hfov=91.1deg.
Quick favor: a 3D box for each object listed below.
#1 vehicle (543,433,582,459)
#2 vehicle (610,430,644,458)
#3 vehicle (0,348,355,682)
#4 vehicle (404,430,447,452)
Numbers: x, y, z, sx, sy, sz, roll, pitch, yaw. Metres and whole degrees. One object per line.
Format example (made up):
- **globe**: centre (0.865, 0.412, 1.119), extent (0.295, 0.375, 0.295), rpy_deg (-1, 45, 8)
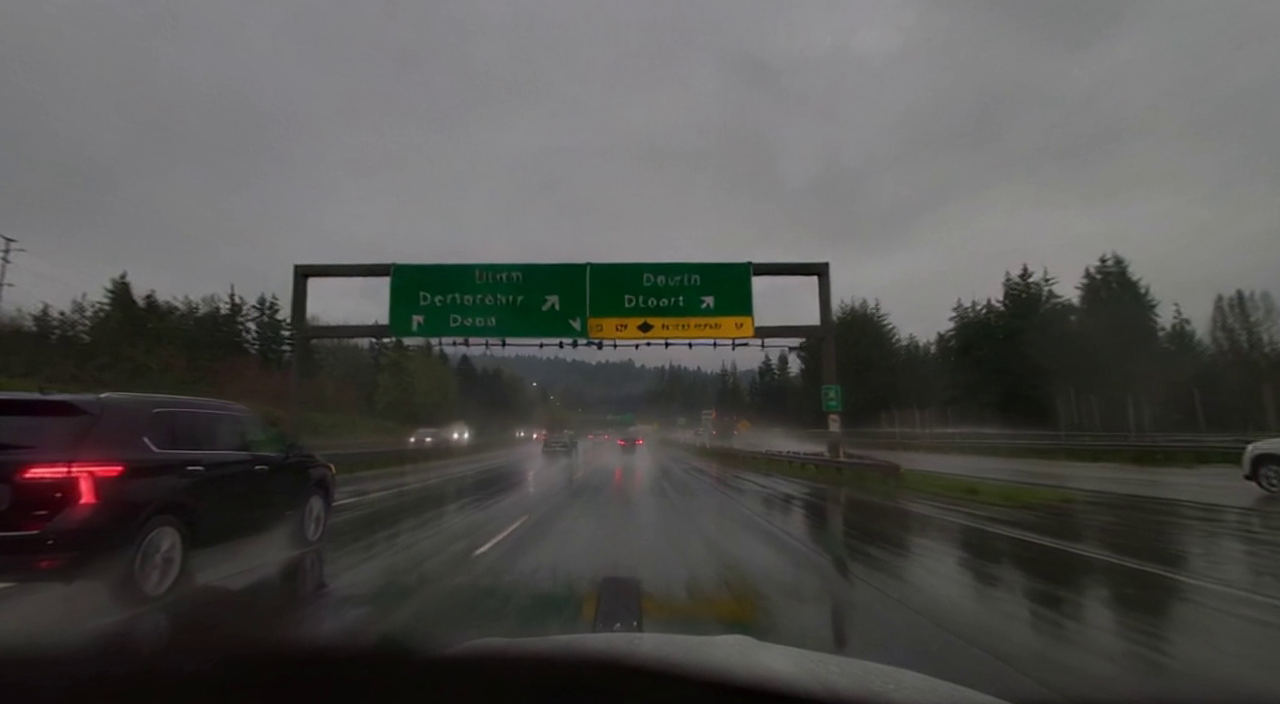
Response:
- **vehicle**: centre (-4.636, 5.657, 38.117), extent (1.909, 1.445, 4.087), rpy_deg (0, -7, -1)
- **vehicle**: centre (-0.803, 5.776, 39.685), extent (2.002, 1.611, 3.778), rpy_deg (0, -8, -1)
- **vehicle**: centre (-4.514, 1.166, 5.596), extent (1.971, 1.822, 4.366), rpy_deg (0, -7, -1)
- **vehicle**: centre (-16.739, 6.981, 49.280), extent (1.877, 1.639, 4.310), rpy_deg (0, -8, 0)
